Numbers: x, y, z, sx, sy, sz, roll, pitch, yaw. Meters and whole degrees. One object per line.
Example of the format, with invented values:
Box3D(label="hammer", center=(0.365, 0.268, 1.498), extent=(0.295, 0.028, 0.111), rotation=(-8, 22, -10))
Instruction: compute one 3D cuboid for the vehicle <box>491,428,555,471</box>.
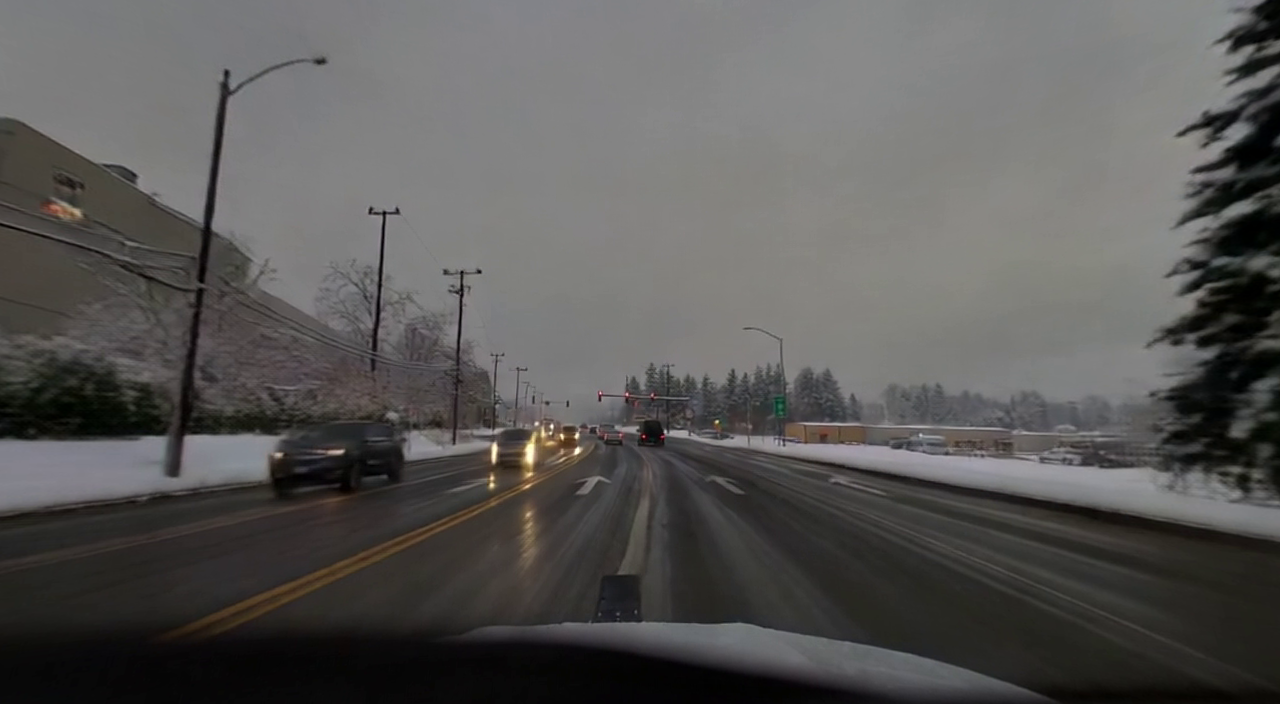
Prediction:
Box3D(label="vehicle", center=(-4.395, 3.696, 24.243), extent=(1.727, 1.519, 3.805), rotation=(0, -7, 0))

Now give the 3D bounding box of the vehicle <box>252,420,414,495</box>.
Box3D(label="vehicle", center=(-7.362, 2.542, 15.639), extent=(1.957, 1.588, 3.965), rotation=(0, -7, 1))
